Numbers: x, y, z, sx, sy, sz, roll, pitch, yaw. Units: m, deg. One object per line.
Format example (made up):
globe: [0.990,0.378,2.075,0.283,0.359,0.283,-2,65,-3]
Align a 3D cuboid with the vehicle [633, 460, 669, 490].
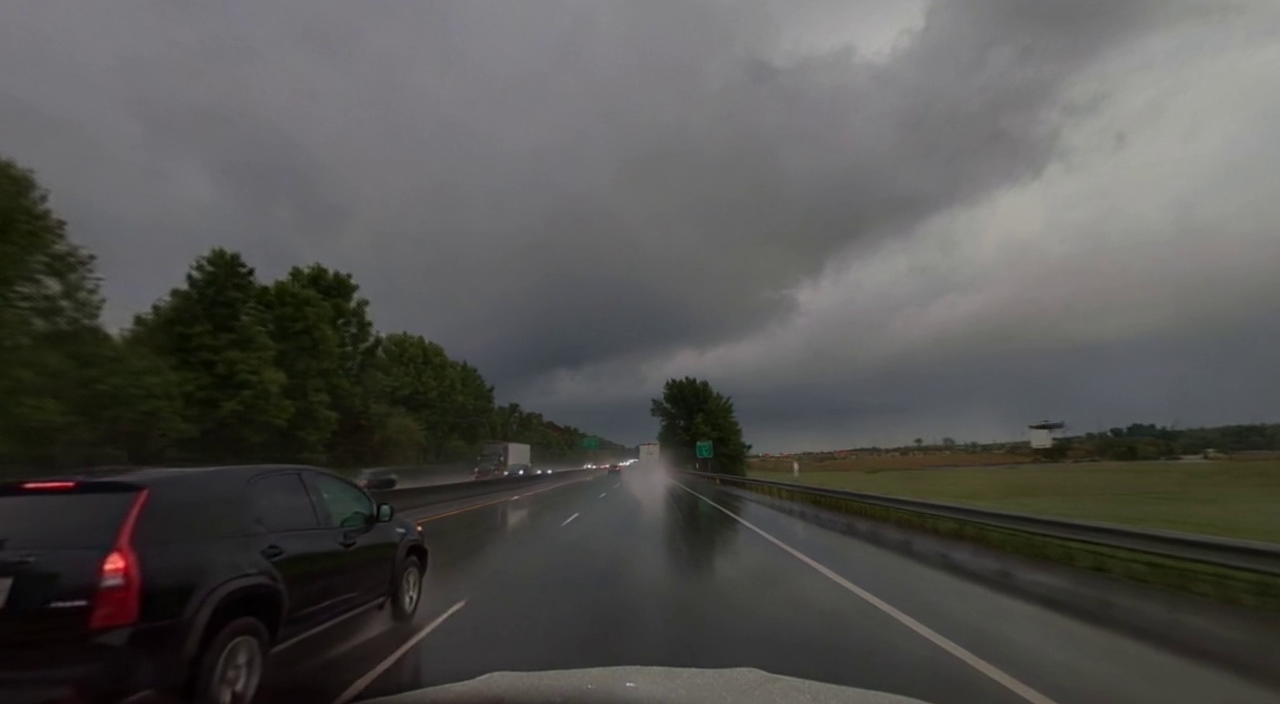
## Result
vehicle: [0.629,7.325,37.653,2.048,1.663,4.377,1,-10,0]

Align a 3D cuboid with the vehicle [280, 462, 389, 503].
vehicle: [-12.292,5.291,25.809,1.883,1.486,4.813,0,-10,2]
